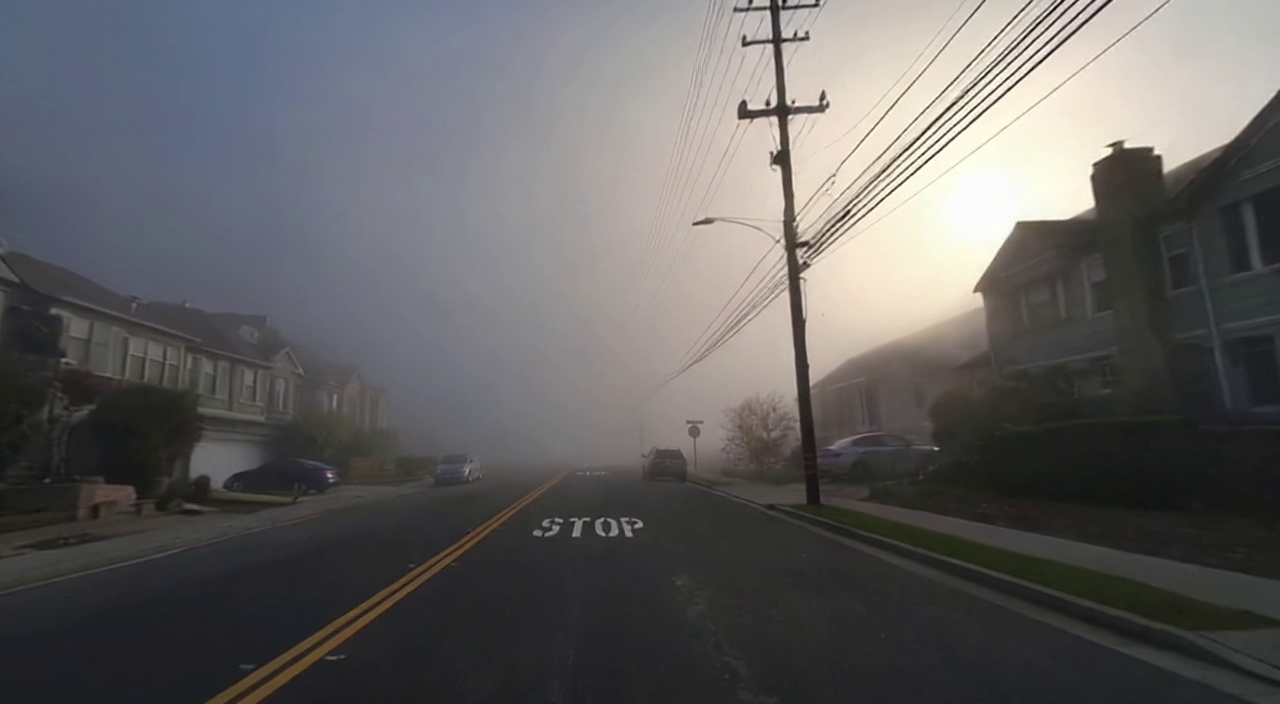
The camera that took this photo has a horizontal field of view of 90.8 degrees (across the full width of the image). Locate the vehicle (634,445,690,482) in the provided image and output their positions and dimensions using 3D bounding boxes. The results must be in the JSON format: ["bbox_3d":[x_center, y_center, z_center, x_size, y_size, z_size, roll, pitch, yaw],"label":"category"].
[{"bbox_3d":[0.924,5.055,29.043,2.080,1.531,4.415,0,-8,-4],"label":"vehicle"}]

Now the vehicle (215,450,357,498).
[{"bbox_3d":[-13.552,4.659,24.392,4.266,1.674,1.933,0,-8,-4],"label":"vehicle"}]

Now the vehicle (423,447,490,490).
[{"bbox_3d":[-8.930,5.641,31.145,2.156,1.728,4.619,-2,-7,-3],"label":"vehicle"}]
